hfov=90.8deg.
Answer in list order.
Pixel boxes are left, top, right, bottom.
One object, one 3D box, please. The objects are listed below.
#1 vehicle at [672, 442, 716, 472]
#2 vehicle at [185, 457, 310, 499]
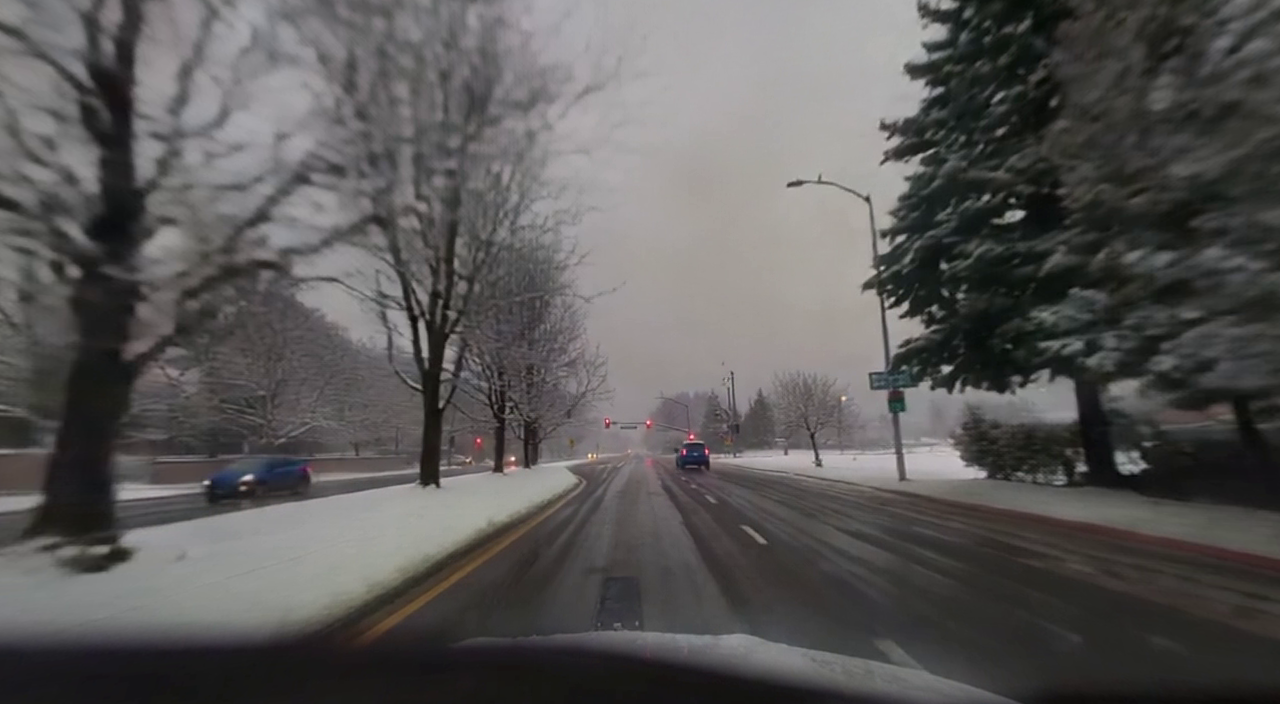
[{"bbox_3d":[3.369,6.710,40.703,2.229,1.795,4.927,0,-9,-2],"label":"vehicle"},{"bbox_3d":[-16.171,5.184,26.410,2.185,1.468,4.735,0,-9,0],"label":"vehicle"}]
